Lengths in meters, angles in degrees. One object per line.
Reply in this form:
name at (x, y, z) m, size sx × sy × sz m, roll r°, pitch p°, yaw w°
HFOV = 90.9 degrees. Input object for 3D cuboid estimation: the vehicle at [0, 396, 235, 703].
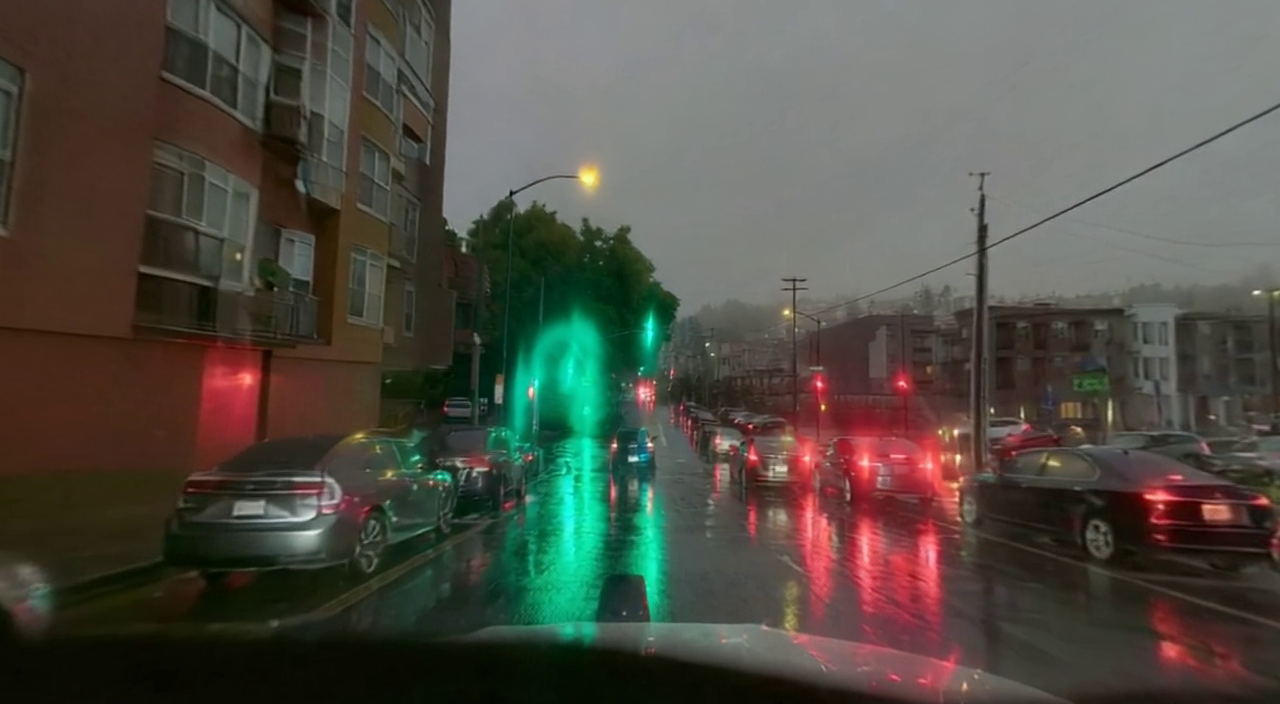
vehicle at (-3.542, 0.809, 1.711) m, size 1.869 × 1.491 × 4.458 m, roll 0°, pitch -8°, yaw 1°

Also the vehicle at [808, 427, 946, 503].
vehicle at (6.137, 2.971, 17.022) m, size 1.999 × 1.752 × 4.502 m, roll 0°, pitch -8°, yaw 1°

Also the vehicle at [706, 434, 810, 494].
vehicle at (3.149, 3.099, 17.826) m, size 2.055 × 1.450 × 4.676 m, roll 0°, pitch -8°, yaw 0°

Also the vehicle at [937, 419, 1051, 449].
vehicle at (18.435, 4.310, 32.981) m, size 4.738 × 1.537 × 1.960 m, roll 0°, pitch -8°, yaw 2°

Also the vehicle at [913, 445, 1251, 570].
vehicle at (6.154, 2.157, 9.656) m, size 1.962 × 1.438 × 4.440 m, roll 0°, pitch -8°, yaw 0°

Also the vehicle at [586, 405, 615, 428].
vehicle at (-2.817, 4.679, 45.492) m, size 1.878 × 1.521 × 3.697 m, roll 0°, pitch -8°, yaw -1°

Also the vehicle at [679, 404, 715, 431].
vehicle at (3.788, 4.452, 42.312) m, size 2.093 × 1.655 × 4.327 m, roll 0°, pitch -8°, yaw 1°

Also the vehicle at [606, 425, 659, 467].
vehicle at (-0.242, 3.656, 24.560) m, size 1.923 × 1.460 × 3.923 m, roll 0°, pitch -8°, yaw 1°

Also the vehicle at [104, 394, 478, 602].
vehicle at (-3.457, 1.529, 7.478) m, size 1.922 × 1.704 × 4.398 m, roll 0°, pitch -8°, yaw 0°
